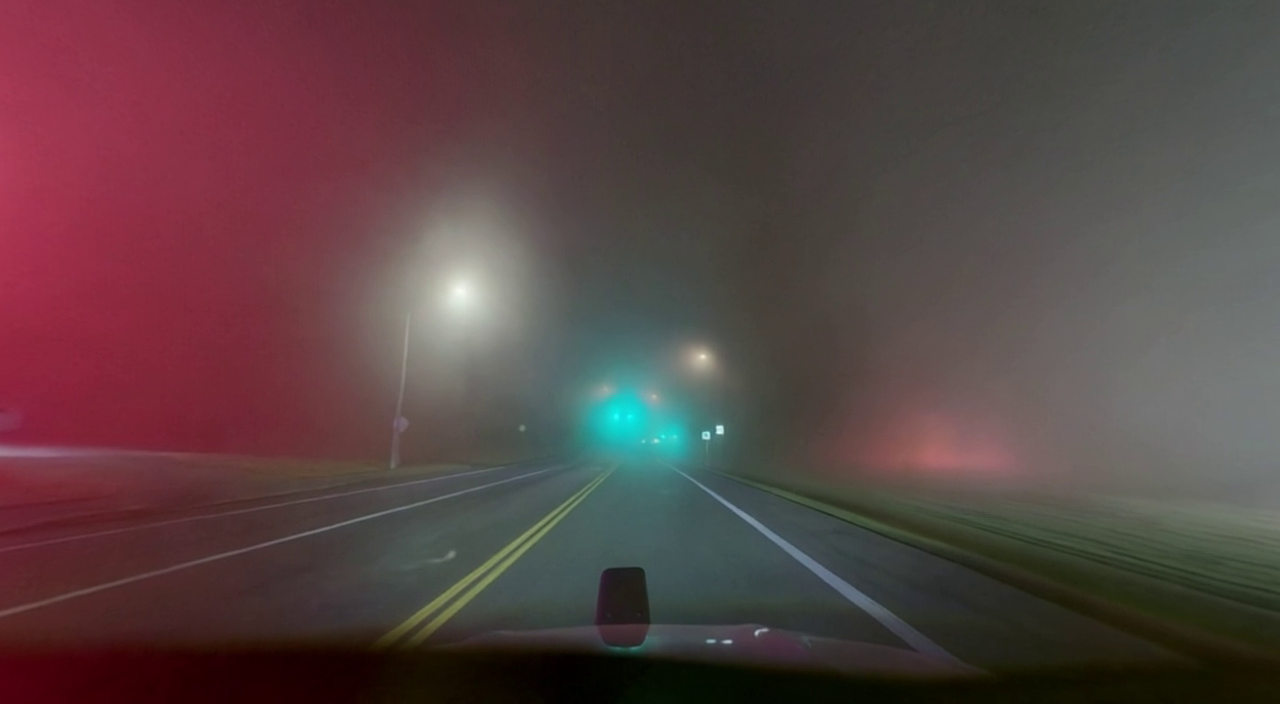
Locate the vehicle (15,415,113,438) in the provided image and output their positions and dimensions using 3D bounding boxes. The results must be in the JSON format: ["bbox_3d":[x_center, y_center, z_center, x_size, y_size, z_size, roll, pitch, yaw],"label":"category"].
[{"bbox_3d":[-39.404,5.143,43.287,1.804,1.421,4.744,-1,-8,10],"label":"vehicle"}]
